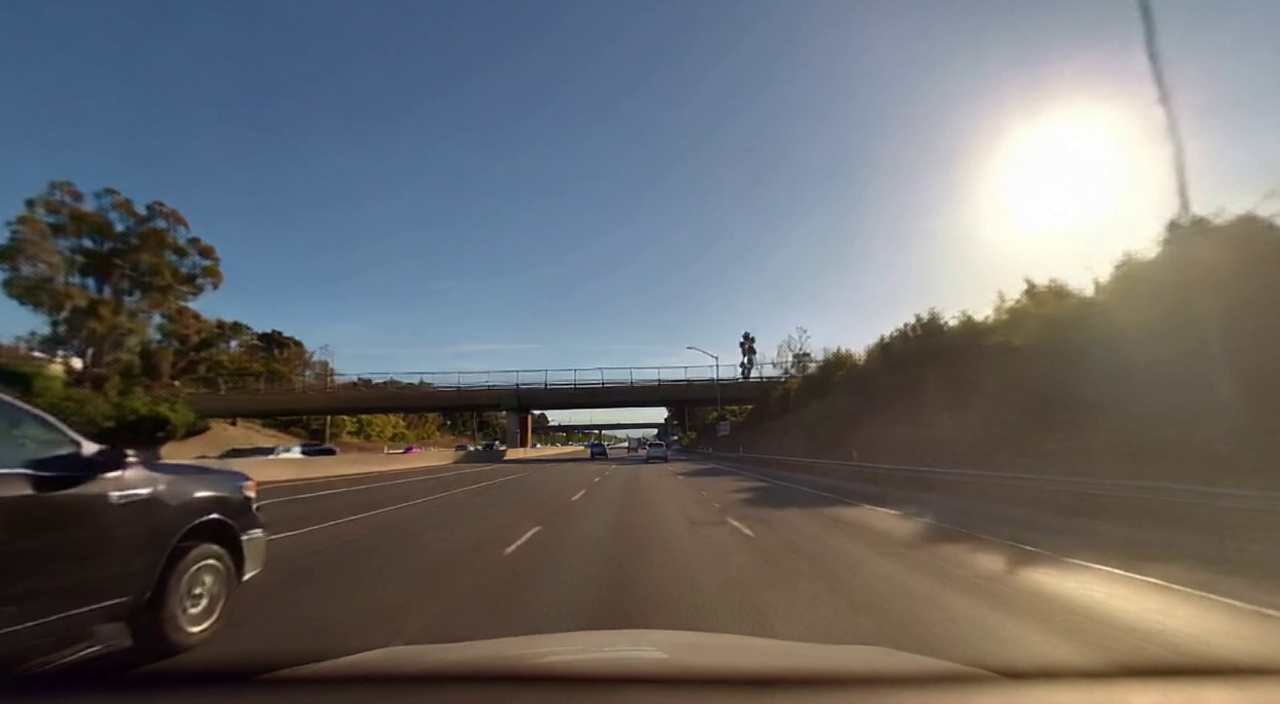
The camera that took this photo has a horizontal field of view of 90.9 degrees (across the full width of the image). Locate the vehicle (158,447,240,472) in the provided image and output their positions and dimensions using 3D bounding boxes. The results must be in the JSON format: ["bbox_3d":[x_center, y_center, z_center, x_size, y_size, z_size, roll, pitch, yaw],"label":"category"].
[{"bbox_3d":[-26.574,6.458,38.197,1.842,1.430,4.330,0,-8,1],"label":"vehicle"}]

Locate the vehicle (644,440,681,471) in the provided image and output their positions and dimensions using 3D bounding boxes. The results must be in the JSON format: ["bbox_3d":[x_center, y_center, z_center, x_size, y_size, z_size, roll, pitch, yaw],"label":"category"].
[{"bbox_3d":[1.259,5.929,36.500,2.010,1.637,4.940,0,-8,1],"label":"vehicle"}]

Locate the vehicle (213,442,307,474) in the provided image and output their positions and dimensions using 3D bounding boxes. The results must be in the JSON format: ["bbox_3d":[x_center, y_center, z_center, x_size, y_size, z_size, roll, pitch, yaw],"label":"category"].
[{"bbox_3d":[-19.968,5.567,33.398,2.113,1.559,4.495,0,-8,1],"label":"vehicle"}]
